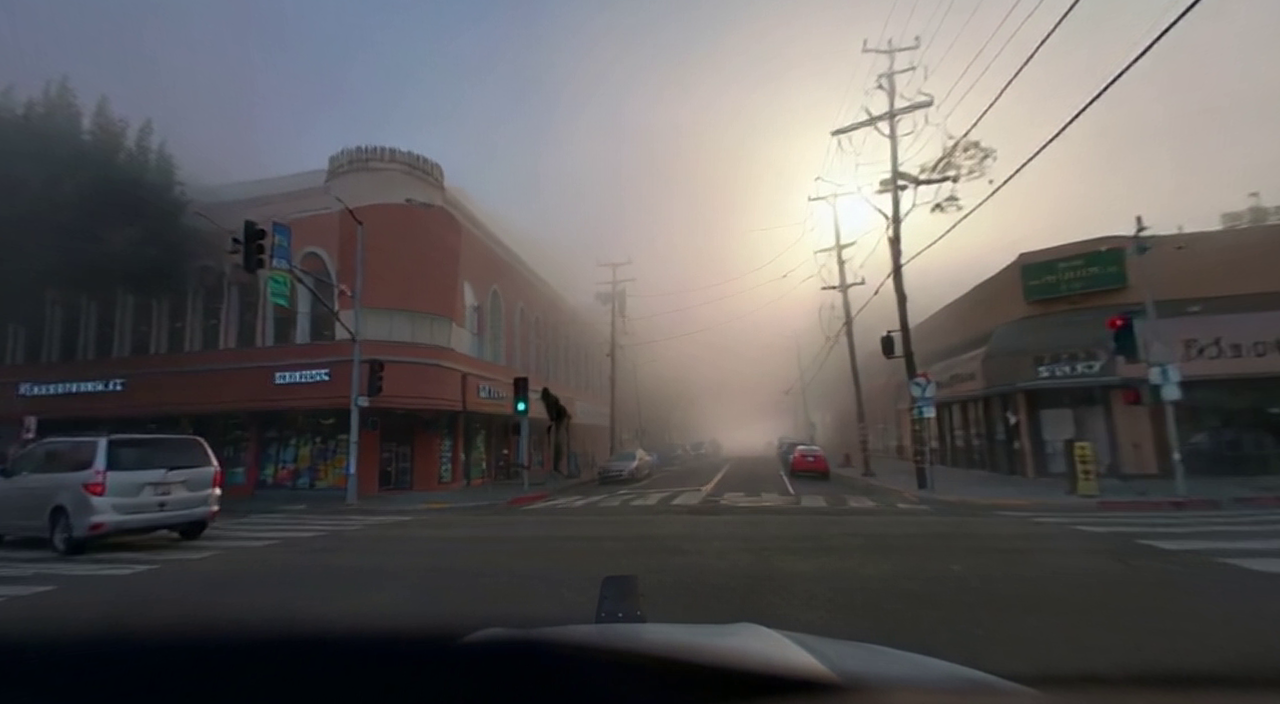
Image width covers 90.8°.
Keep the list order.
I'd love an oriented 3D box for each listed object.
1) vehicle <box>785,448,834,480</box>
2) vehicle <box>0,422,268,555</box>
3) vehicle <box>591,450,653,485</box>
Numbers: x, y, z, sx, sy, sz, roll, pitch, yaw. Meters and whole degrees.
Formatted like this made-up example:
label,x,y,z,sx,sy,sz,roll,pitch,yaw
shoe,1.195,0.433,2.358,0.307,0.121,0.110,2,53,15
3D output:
label,x,y,z,sx,sy,sz,roll,pitch,yaw
vehicle,8.689,5.742,32.669,2.062,1.526,3.989,-2,-8,10
vehicle,-9.308,2.268,11.243,4.611,1.882,2.440,-5,-9,27
vehicle,-0.836,5.895,32.474,2.179,1.596,4.286,-2,-8,12
